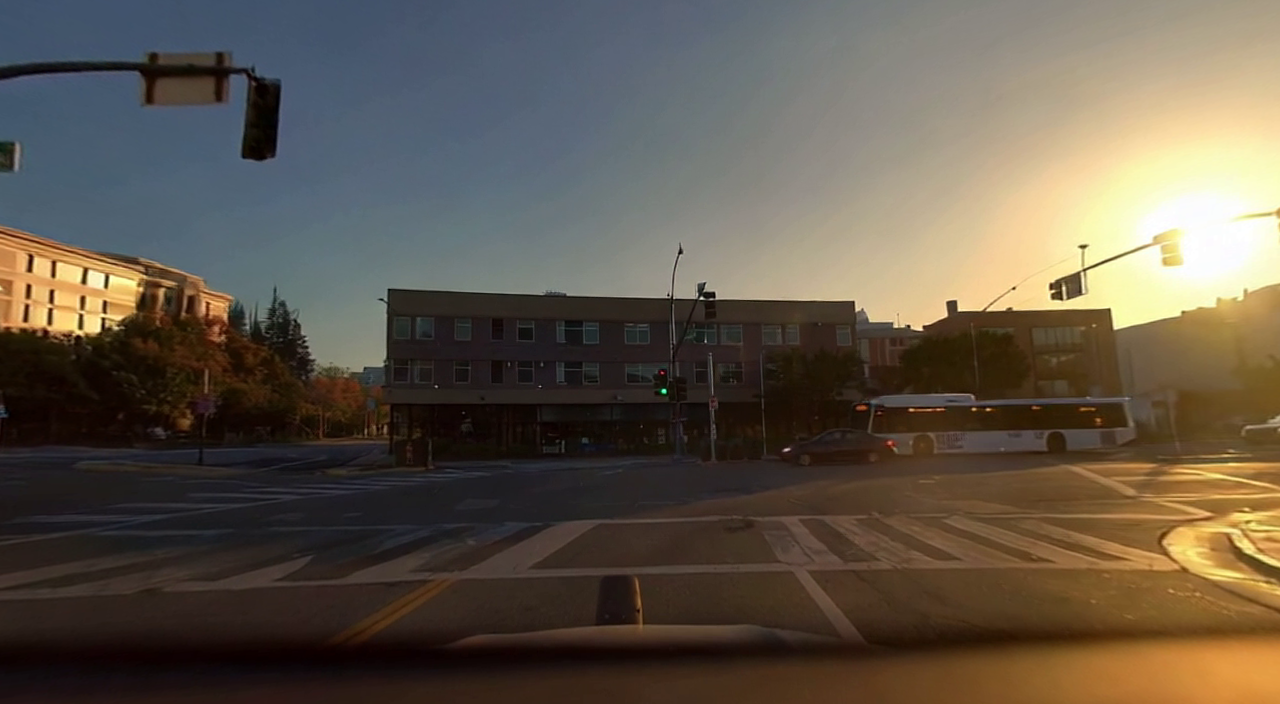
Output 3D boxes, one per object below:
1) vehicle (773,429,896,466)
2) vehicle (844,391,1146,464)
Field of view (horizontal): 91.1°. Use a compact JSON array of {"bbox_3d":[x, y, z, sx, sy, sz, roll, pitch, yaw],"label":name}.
[{"bbox_3d":[8.094,4.007,26.350,4.538,1.461,1.805,0,-9,-2],"label":"vehicle"},{"bbox_3d":[16.901,3.709,30.603,12.822,3.296,3.033,0,-9,-1],"label":"vehicle"}]
